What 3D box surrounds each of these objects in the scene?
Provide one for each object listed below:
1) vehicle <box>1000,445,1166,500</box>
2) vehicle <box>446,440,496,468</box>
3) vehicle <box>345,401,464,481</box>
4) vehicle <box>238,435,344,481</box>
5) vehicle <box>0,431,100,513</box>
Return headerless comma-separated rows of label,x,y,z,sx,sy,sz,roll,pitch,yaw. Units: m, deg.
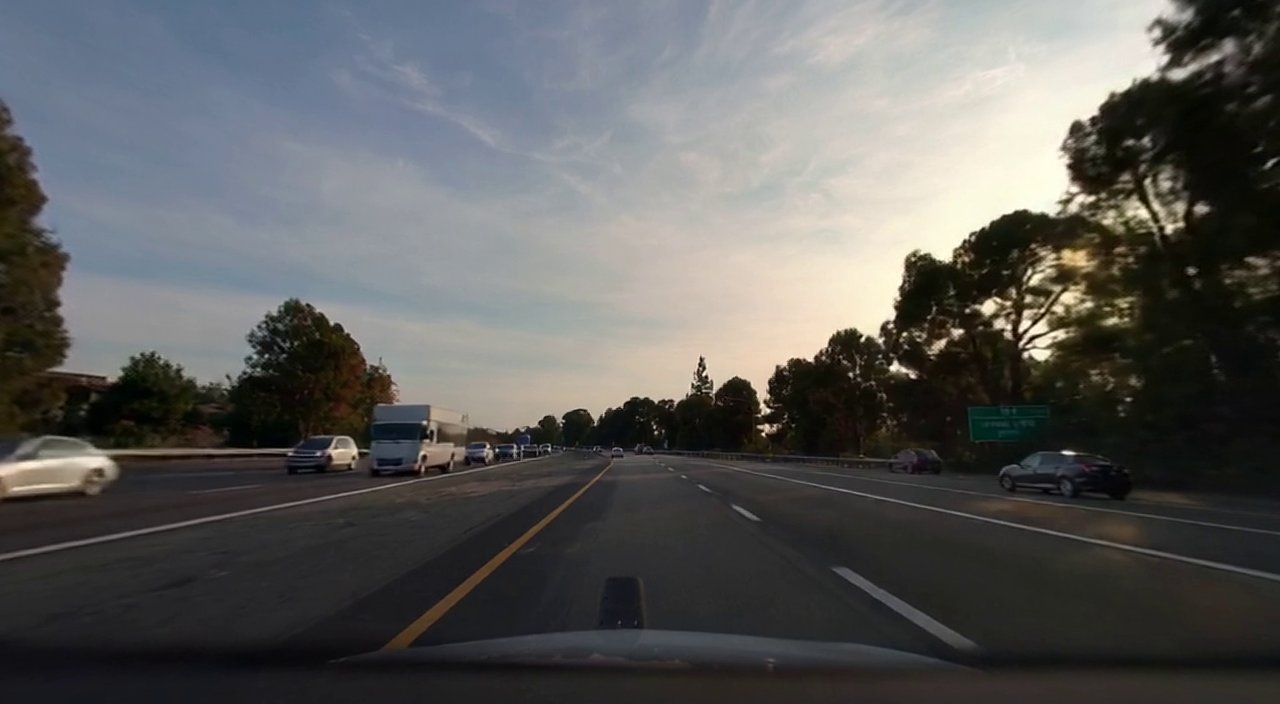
vehicle,14.078,3.819,20.353,1.941,1.536,4.585,0,-8,-2
vehicle,-9.545,5.812,35.758,1.839,1.474,4.225,0,-8,-2
vehicle,-8.833,3.496,24.472,2.356,2.637,6.975,0,-8,-4
vehicle,-13.734,4.167,24.978,1.947,1.647,4.183,0,-8,-3
vehicle,-12.680,2.157,11.097,1.927,1.494,5.040,0,-8,-3
